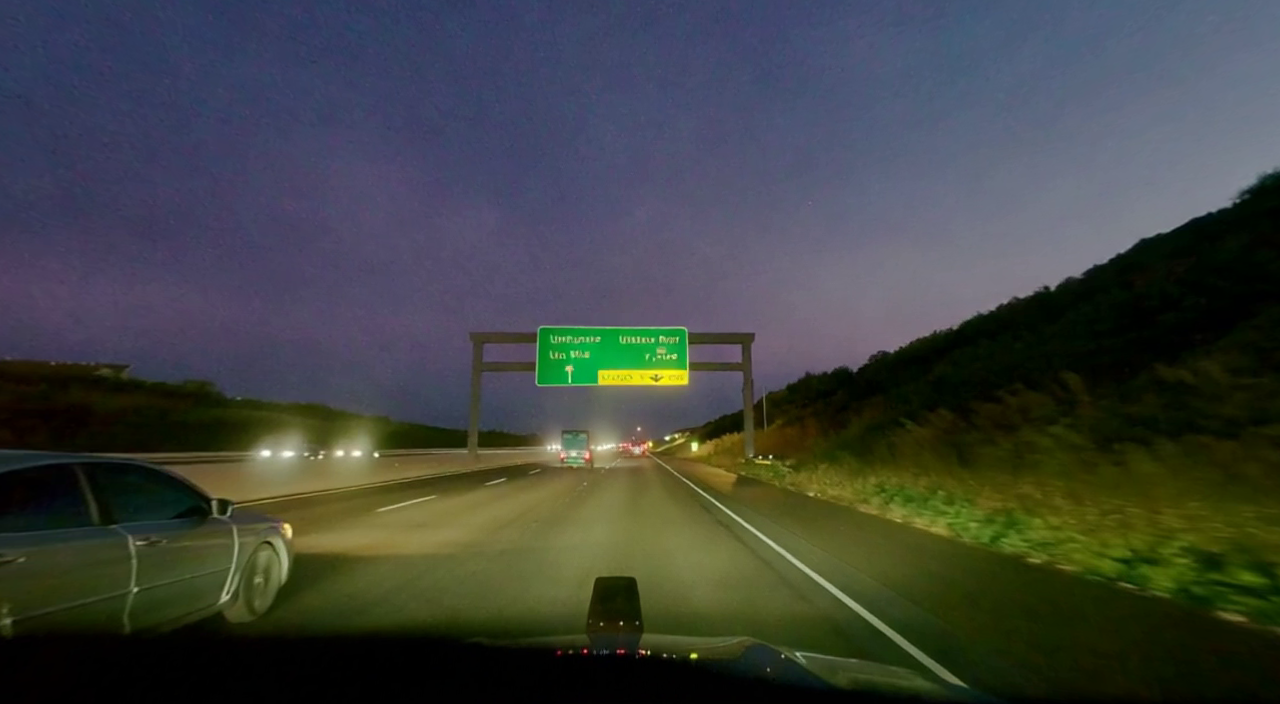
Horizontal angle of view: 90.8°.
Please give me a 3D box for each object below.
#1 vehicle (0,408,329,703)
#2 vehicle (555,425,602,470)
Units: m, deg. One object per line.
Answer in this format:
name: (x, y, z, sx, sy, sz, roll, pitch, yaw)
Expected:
vehicle: (-3.583, 1.062, 3.270, 1.924, 1.436, 3.915, 0, -9, 0)
vehicle: (-3.607, 5.781, 38.087, 2.290, 2.453, 5.561, 0, -9, 0)
